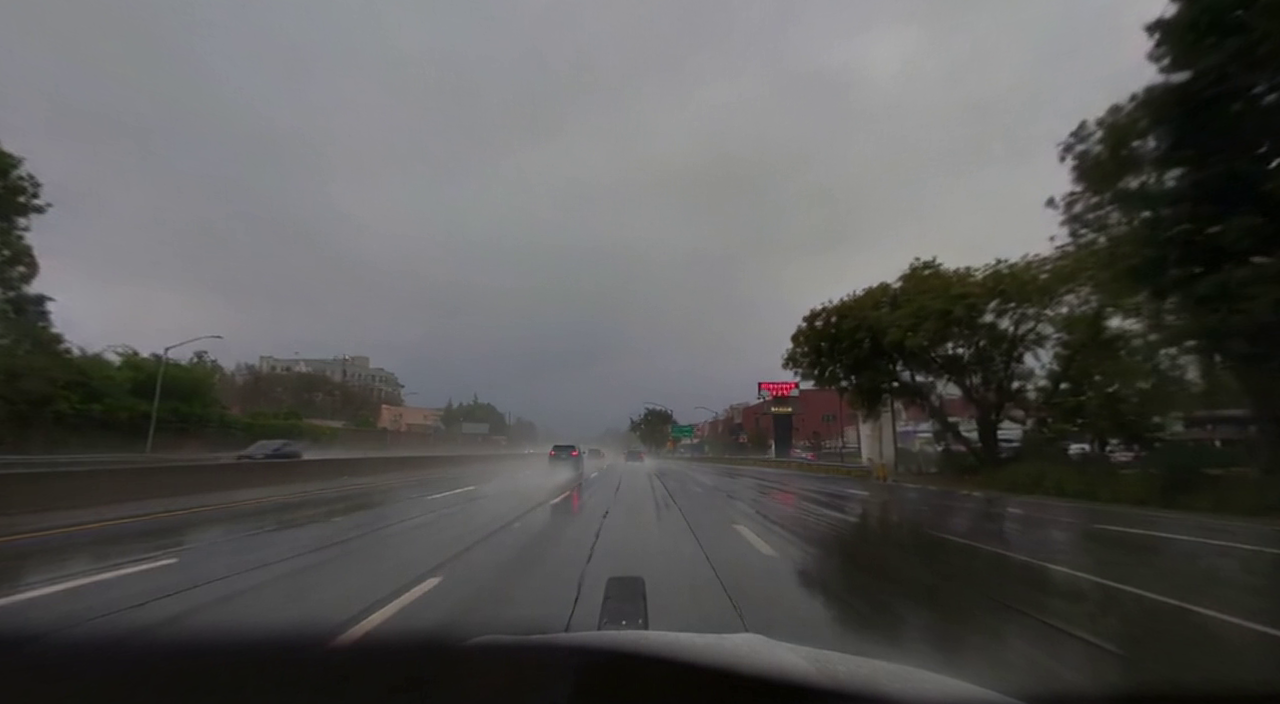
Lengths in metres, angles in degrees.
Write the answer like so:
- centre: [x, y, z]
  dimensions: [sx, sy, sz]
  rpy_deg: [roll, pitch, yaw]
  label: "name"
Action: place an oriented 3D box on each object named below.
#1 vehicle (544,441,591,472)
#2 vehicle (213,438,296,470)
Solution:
- centre: [-4.392, 6.403, 38.958]
  dimensions: [2.236, 1.736, 5.585]
  rpy_deg: [0, -8, 0]
  label: "vehicle"
- centre: [-25.487, 6.754, 41.986]
  dimensions: [2.183, 1.917, 5.287]
  rpy_deg: [0, -8, -1]
  label: "vehicle"
